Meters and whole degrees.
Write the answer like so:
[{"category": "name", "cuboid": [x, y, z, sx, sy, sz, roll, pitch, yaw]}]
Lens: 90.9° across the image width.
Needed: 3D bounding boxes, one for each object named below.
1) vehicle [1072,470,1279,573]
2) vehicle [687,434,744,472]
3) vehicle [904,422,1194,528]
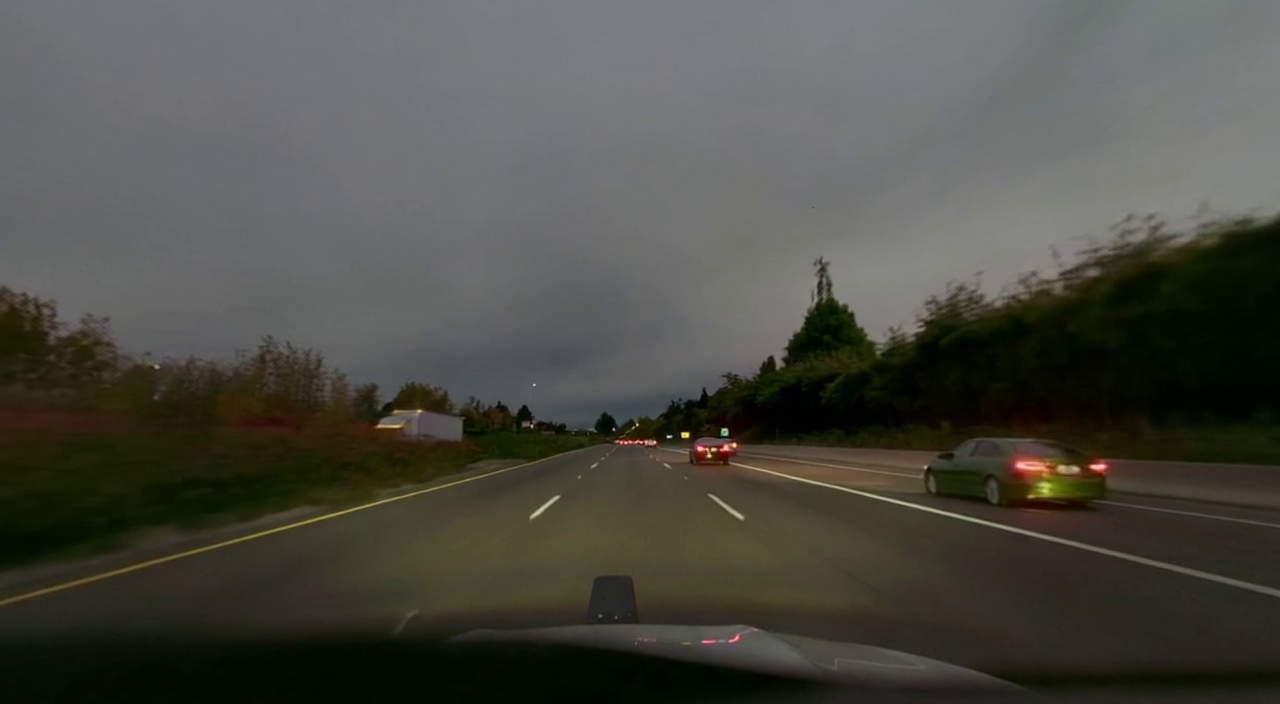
[{"category": "vehicle", "cuboid": [7.181, 1.996, 7.857, 1.535, 0.862, 2.814, 0, -8, -2]}, {"category": "vehicle", "cuboid": [3.180, 4.311, 27.219, 1.819, 1.468, 3.770, 0, -8, -2]}, {"category": "vehicle", "cuboid": [7.050, 2.129, 11.749, 2.003, 1.522, 4.940, 0, -8, -1]}]
